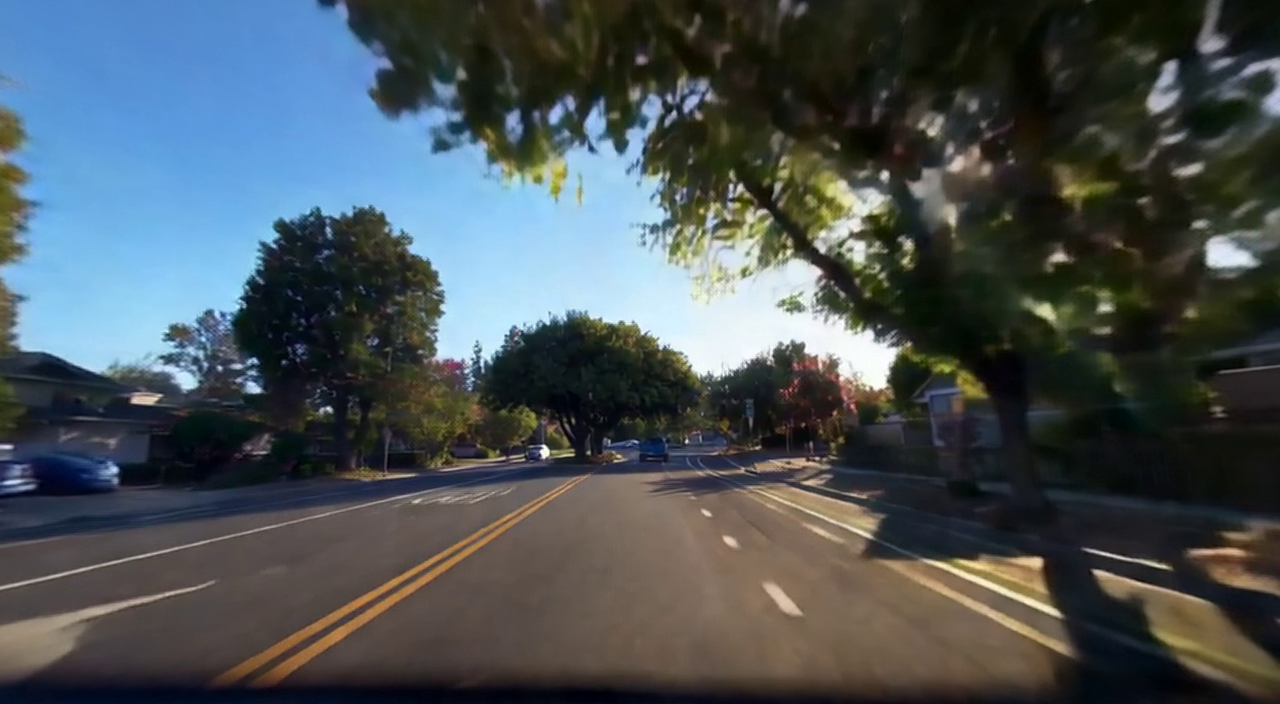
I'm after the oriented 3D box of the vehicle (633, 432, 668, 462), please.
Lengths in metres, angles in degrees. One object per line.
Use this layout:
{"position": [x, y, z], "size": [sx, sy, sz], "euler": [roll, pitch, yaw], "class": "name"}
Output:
{"position": [0.789, 6.553, 43.580], "size": [2.153, 1.942, 4.767], "euler": [-1, -8, 5], "class": "vehicle"}
